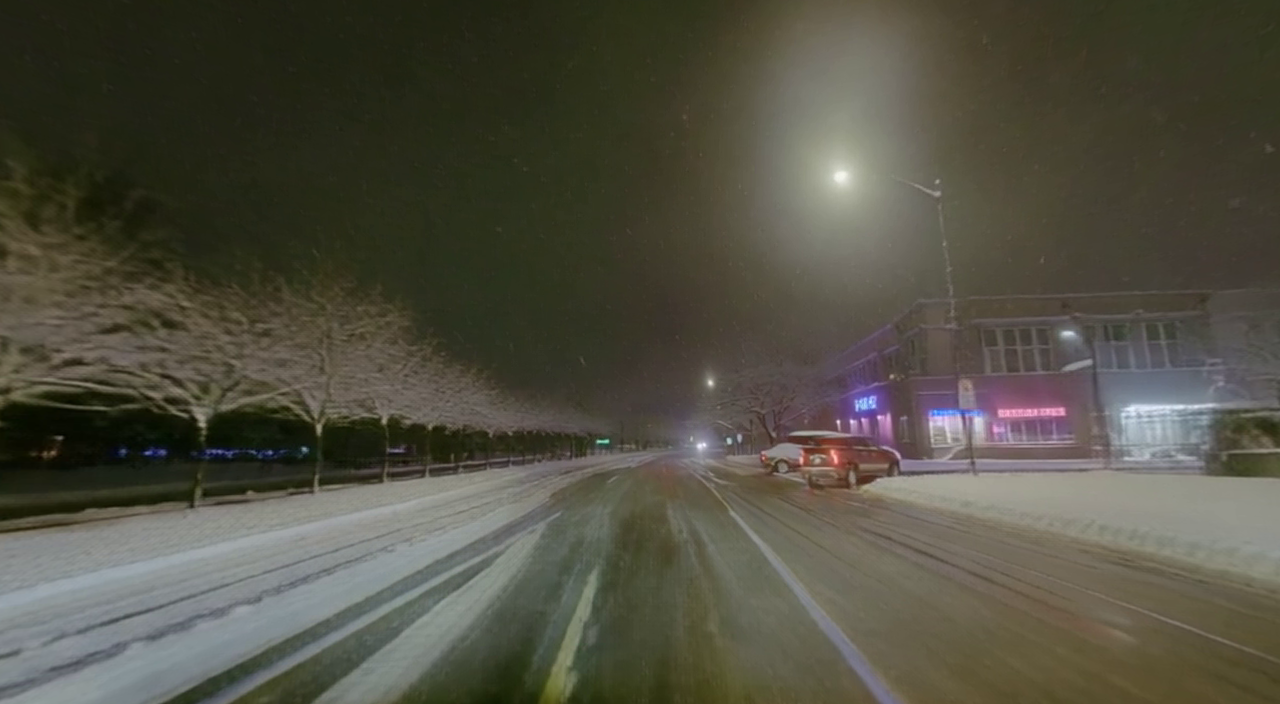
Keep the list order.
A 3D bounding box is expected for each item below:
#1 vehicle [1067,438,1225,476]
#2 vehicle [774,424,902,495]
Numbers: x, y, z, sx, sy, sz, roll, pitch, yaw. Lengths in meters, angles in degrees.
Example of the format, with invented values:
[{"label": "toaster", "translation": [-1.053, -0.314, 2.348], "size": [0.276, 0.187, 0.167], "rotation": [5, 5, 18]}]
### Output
[{"label": "vehicle", "translation": [20.914, 4.357, 26.305], "size": [4.698, 1.465, 1.914], "rotation": [-1, -8, 6]}, {"label": "vehicle", "translation": [6.643, 3.470, 20.788], "size": [2.477, 1.991, 5.157], "rotation": [-6, -10, 35]}]
